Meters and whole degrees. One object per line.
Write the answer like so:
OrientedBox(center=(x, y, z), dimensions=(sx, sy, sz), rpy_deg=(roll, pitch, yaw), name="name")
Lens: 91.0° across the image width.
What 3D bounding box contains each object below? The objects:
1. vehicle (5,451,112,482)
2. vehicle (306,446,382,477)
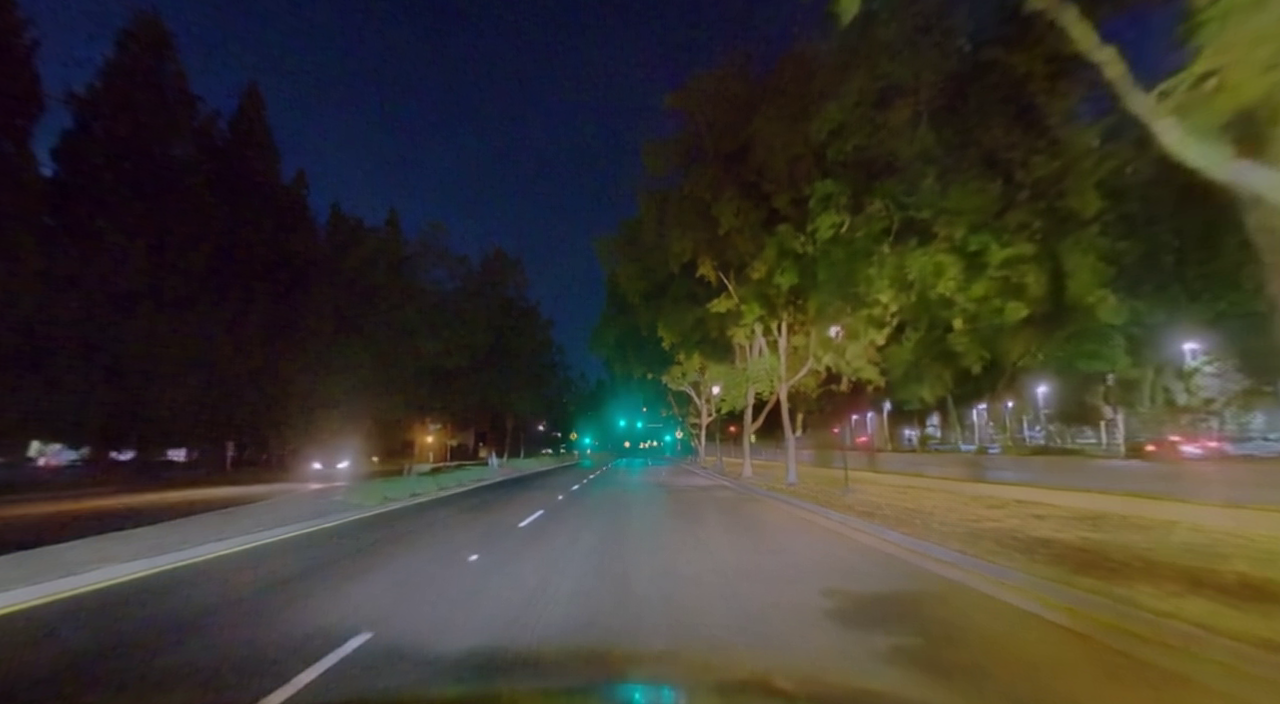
OrientedBox(center=(-34.558, 6.791, 37.481), dimensions=(4.423, 1.705, 1.772), rpy_deg=(0, -9, -1), name="vehicle")
OrientedBox(center=(-15.669, 5.788, 33.598), dimensions=(1.862, 1.507, 4.424), rpy_deg=(0, -9, 0), name="vehicle")
